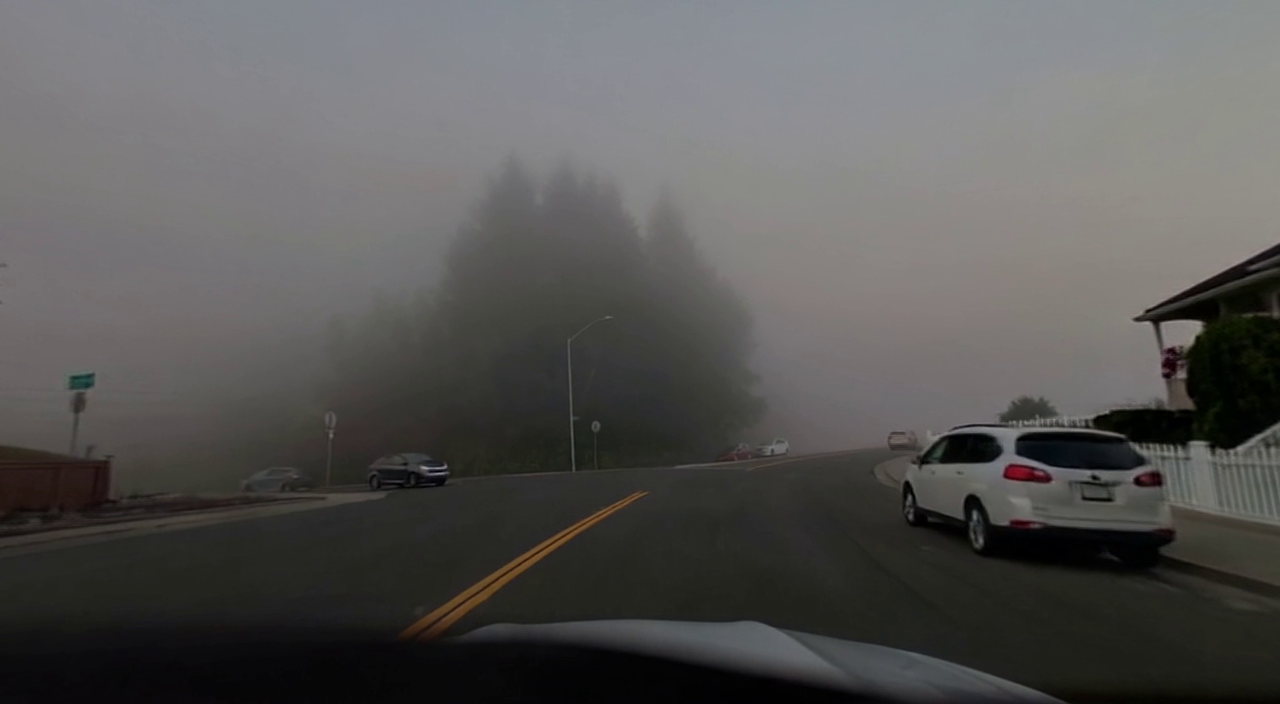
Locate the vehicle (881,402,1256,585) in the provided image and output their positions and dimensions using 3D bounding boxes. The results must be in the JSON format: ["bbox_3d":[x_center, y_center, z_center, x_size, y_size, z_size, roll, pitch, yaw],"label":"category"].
[{"bbox_3d":[4.902,1.668,8.274,2.105,1.705,4.392,-1,-9,5],"label":"vehicle"}]

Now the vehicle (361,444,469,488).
[{"bbox_3d":[-9.500,4.746,26.641,4.270,1.683,1.984,-5,-10,31],"label":"vehicle"}]
